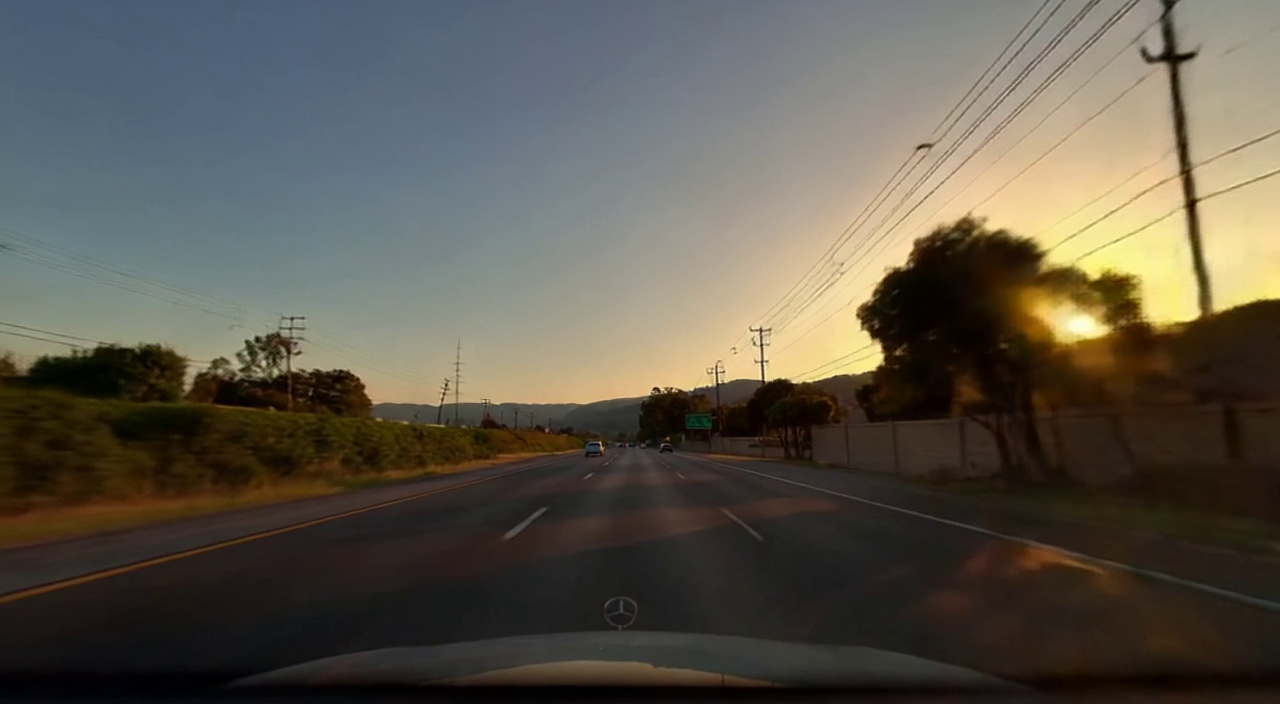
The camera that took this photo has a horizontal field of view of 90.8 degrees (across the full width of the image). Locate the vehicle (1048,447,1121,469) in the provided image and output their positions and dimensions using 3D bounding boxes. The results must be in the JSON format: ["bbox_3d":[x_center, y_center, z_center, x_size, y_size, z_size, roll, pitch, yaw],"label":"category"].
[{"bbox_3d":[33.277,7.902,47.511,1.874,1.546,5.052,0,-8,0],"label":"vehicle"}]
